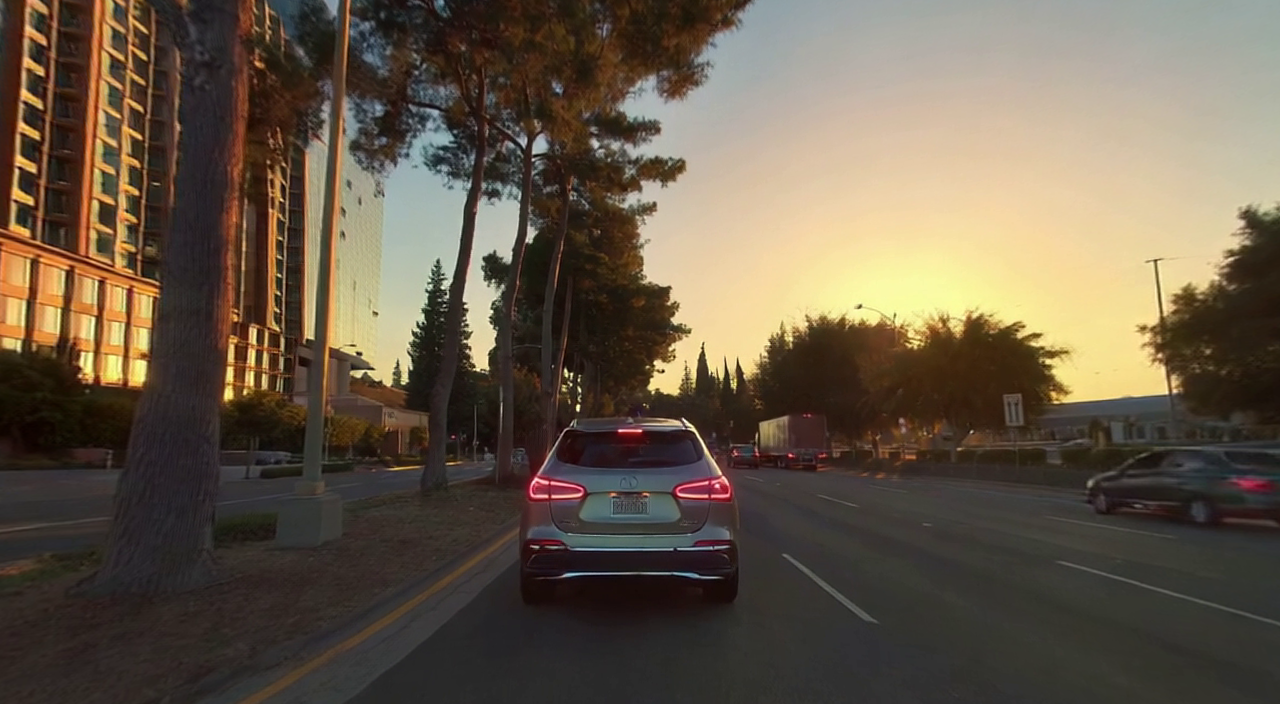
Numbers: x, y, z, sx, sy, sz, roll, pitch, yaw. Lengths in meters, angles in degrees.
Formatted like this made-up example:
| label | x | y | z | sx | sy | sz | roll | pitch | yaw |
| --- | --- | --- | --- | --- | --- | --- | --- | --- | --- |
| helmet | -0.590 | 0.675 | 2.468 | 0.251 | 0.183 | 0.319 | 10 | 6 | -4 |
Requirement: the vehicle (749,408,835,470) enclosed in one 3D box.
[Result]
| label | x | y | z | sx | sy | sz | roll | pitch | yaw |
| --- | --- | --- | --- | --- | --- | --- | --- | --- | --- |
| vehicle | 10.802 | 6.496 | 46.349 | 3.025 | 3.993 | 11.243 | 1 | -9 | -3 |

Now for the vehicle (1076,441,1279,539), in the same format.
| label | x | y | z | sx | sy | sz | roll | pitch | yaw |
| --- | --- | --- | --- | --- | --- | --- | --- | --- | --- |
| vehicle | 11.134 | 2.532 | 12.241 | 1.998 | 1.527 | 4.489 | 0 | -9 | 0 |

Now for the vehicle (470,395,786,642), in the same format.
| label | x | y | z | sx | sy | sz | roll | pitch | yaw |
| --- | --- | --- | --- | --- | --- | --- | --- | --- | --- |
| vehicle | -0.116 | 1.448 | 6.445 | 2.172 | 1.694 | 4.055 | 0 | -8 | -1 |
